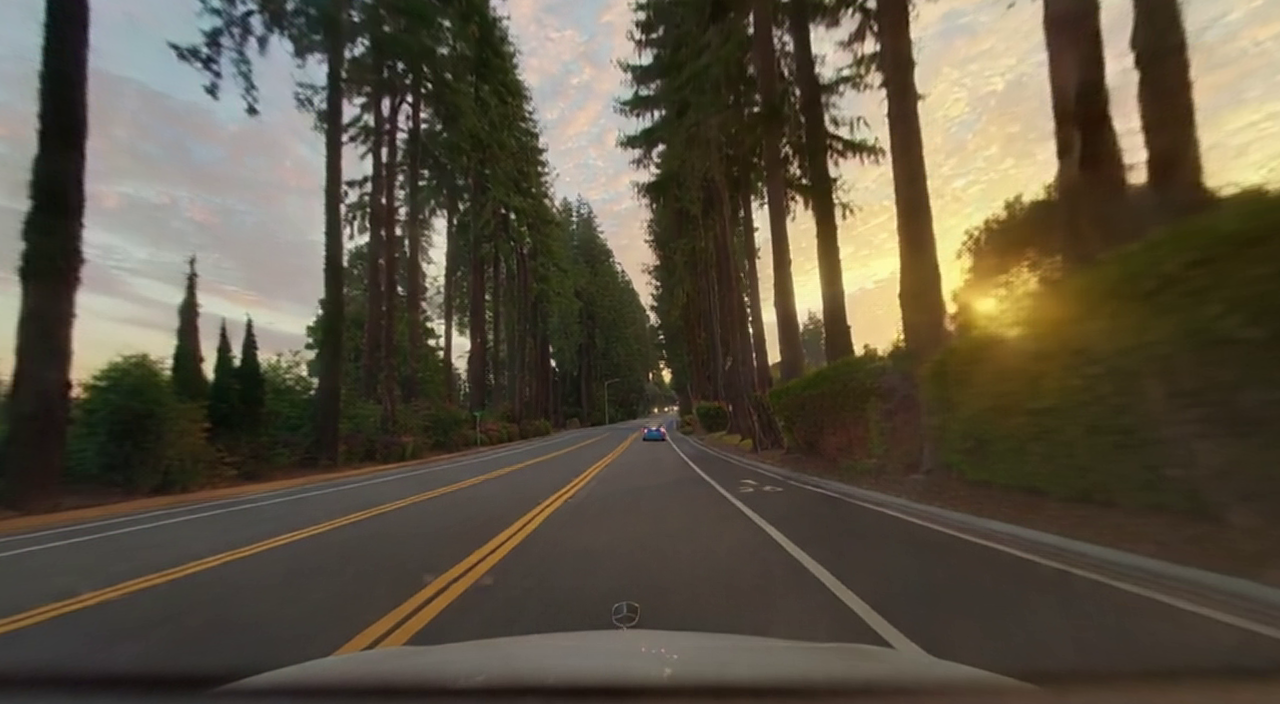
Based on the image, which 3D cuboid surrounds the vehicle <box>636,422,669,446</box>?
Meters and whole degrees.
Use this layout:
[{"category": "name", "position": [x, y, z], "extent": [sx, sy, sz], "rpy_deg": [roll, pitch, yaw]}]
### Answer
[{"category": "vehicle", "position": [0.851, 5.455, 42.070], "extent": [2.067, 1.486, 3.861], "rpy_deg": [-1, -8, 1]}]
